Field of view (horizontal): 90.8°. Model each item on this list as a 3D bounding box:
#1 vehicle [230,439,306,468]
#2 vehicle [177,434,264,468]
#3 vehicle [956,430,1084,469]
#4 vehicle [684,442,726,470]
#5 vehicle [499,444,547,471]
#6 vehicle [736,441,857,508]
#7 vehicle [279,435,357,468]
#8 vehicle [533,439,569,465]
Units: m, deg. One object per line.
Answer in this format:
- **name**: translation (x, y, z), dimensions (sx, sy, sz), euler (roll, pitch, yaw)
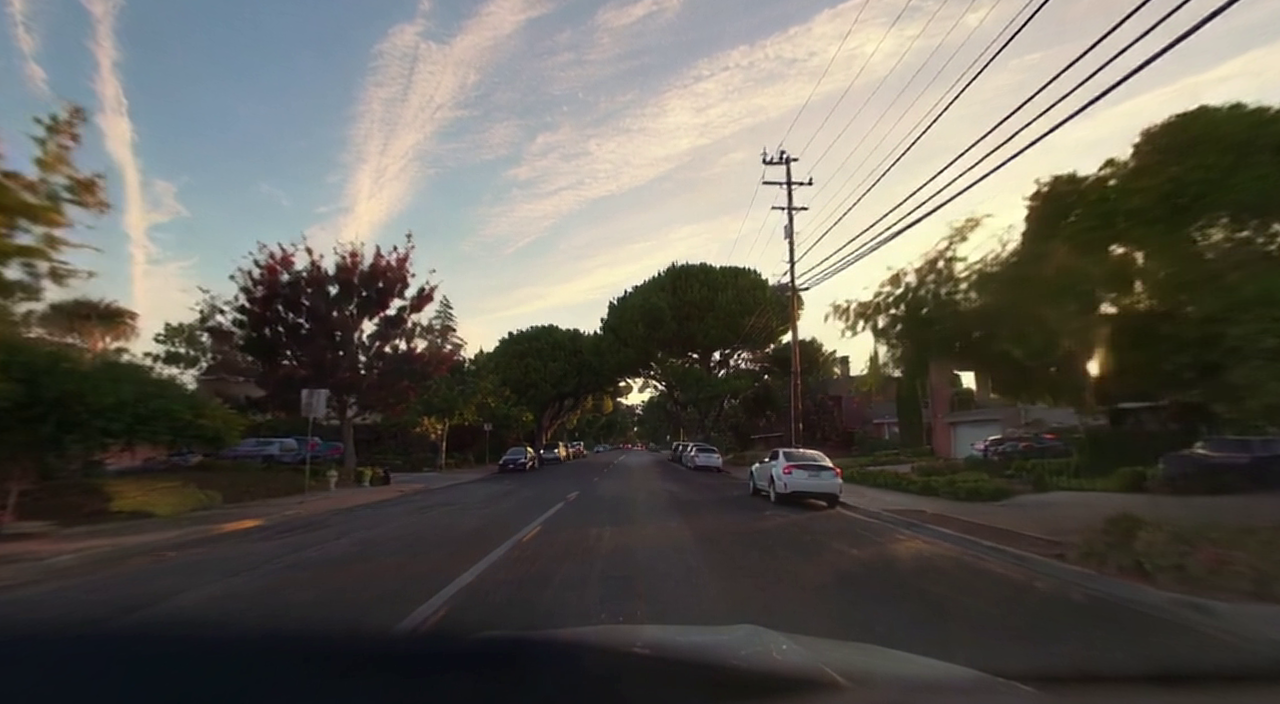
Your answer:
- **vehicle**: translation (-20.418, 5.613, 34.908), dimensions (1.791, 1.500, 3.846), euler (0, -9, 1)
- **vehicle**: translation (-23.277, 5.530, 35.280), dimensions (1.879, 1.761, 4.199), euler (0, -9, 1)
- **vehicle**: translation (16.664, 4.301, 27.886), dimensions (4.355, 1.674, 1.914), euler (0, -9, 0)
- **vehicle**: translation (3.480, 5.660, 34.479), dimensions (1.763, 1.432, 4.323), euler (0, -9, -1)
- **vehicle**: translation (-6.653, 6.043, 36.384), dimensions (2.031, 1.454, 4.410), euler (0, -9, -1)
- **vehicle**: translation (3.710, 2.977, 15.790), dimensions (1.782, 1.439, 4.037), euler (1, -9, -3)
- **vehicle**: translation (-18.021, 5.600, 35.607), dimensions (1.925, 1.750, 4.489), euler (0, -9, 1)
- **vehicle**: translation (-6.570, 7.442, 47.145), dimensions (2.031, 1.799, 4.587), euler (0, -9, -1)
